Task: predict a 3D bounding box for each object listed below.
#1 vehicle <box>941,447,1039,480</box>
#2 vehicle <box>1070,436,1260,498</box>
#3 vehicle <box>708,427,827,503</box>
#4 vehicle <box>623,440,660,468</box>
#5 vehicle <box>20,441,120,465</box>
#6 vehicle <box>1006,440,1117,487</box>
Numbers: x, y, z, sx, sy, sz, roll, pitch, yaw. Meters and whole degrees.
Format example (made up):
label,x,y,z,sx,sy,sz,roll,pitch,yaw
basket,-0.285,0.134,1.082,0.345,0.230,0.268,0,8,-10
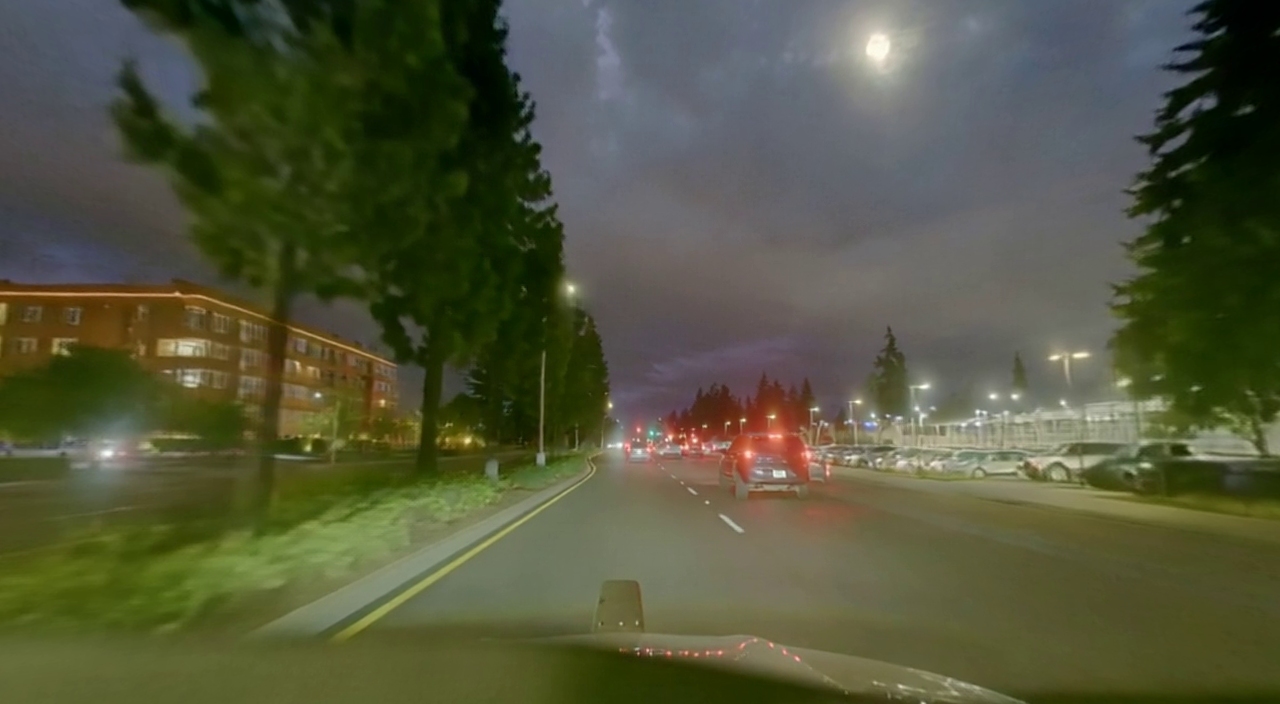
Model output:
label,x,y,z,sx,sy,sz,roll,pitch,yaw
vehicle,17.368,5.499,31.419,3.958,1.524,2.061,3,-10,-20
vehicle,15.994,3.516,19.660,1.812,1.687,4.579,1,-9,-3
vehicle,3.326,3.085,17.670,2.235,1.806,4.818,0,-9,-1
vehicle,0.054,6.277,39.002,2.145,1.572,4.021,0,-9,-1
vehicle,-37.097,6.584,41.209,4.555,1.470,1.937,0,-9,-1
vehicle,16.412,4.323,24.898,1.914,1.644,4.378,-2,-8,10
